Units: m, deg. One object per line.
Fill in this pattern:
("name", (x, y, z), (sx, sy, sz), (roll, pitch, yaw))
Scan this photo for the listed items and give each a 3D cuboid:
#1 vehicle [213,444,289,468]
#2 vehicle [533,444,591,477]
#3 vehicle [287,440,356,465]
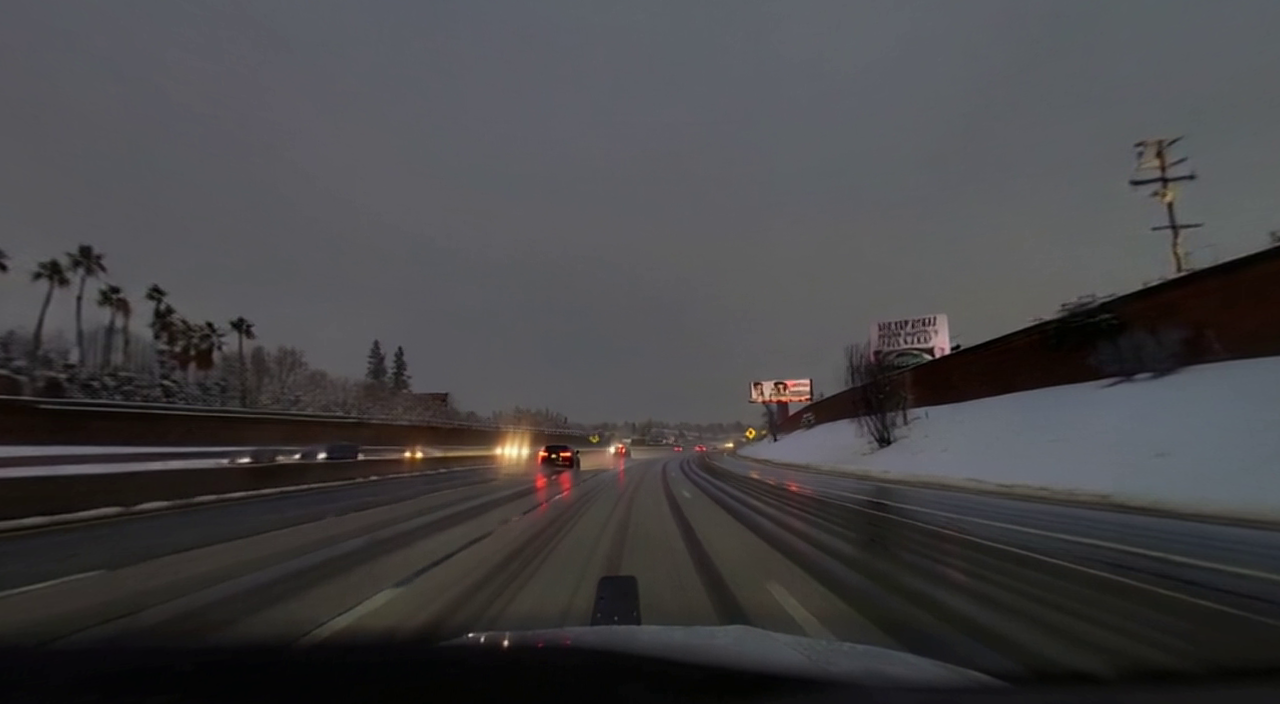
("vehicle", (-25.503, 6.810, 41.640), (2.077, 1.454, 4.492), (0, -9, 2))
("vehicle", (-3.719, 5.261, 30.971), (2.078, 1.457, 4.648), (0, -8, 3))
("vehicle", (-21.417, 6.803, 42.713), (2.147, 1.576, 4.500), (-1, -9, 3))
